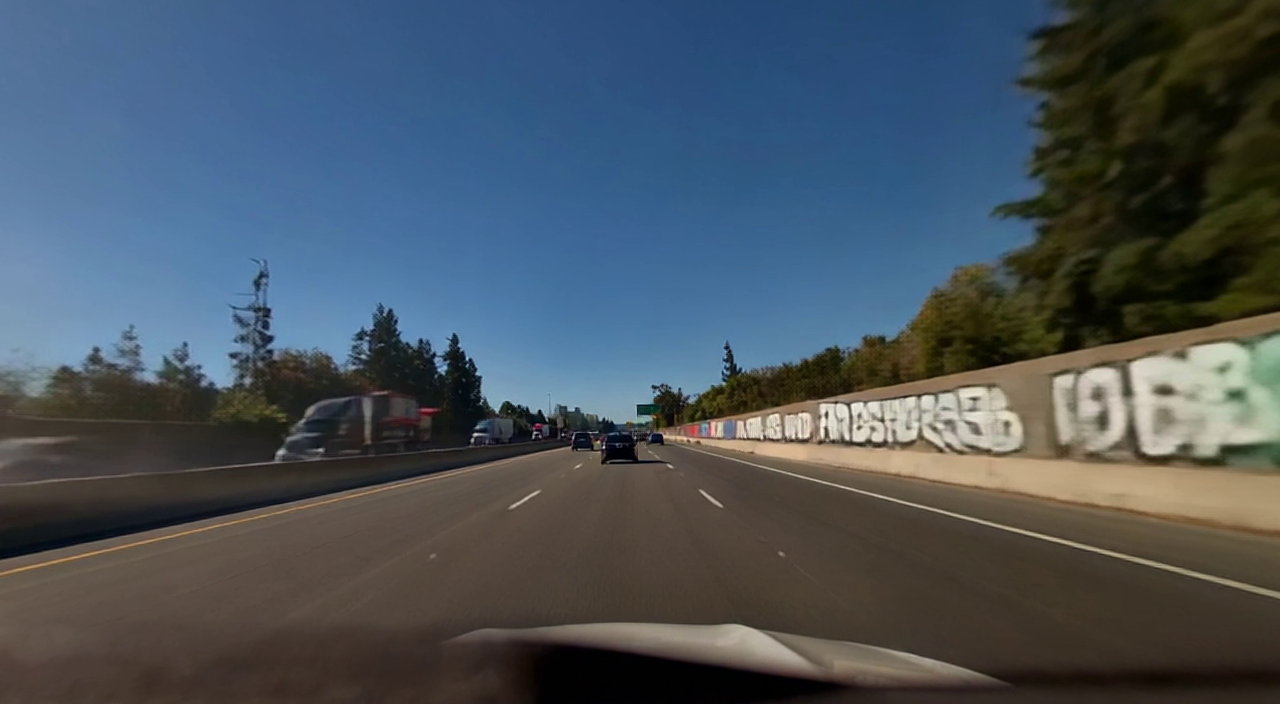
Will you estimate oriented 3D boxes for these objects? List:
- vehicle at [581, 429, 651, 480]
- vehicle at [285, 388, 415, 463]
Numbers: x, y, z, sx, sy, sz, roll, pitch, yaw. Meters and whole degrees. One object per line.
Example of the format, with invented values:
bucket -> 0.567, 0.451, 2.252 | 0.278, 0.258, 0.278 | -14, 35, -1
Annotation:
vehicle -> -0.716, 3.223, 20.145 | 2.044, 1.477, 3.693 | 0, -8, -1
vehicle -> -17.411, 4.667, 39.082 | 2.968, 3.967, 11.156 | 0, -8, -1
